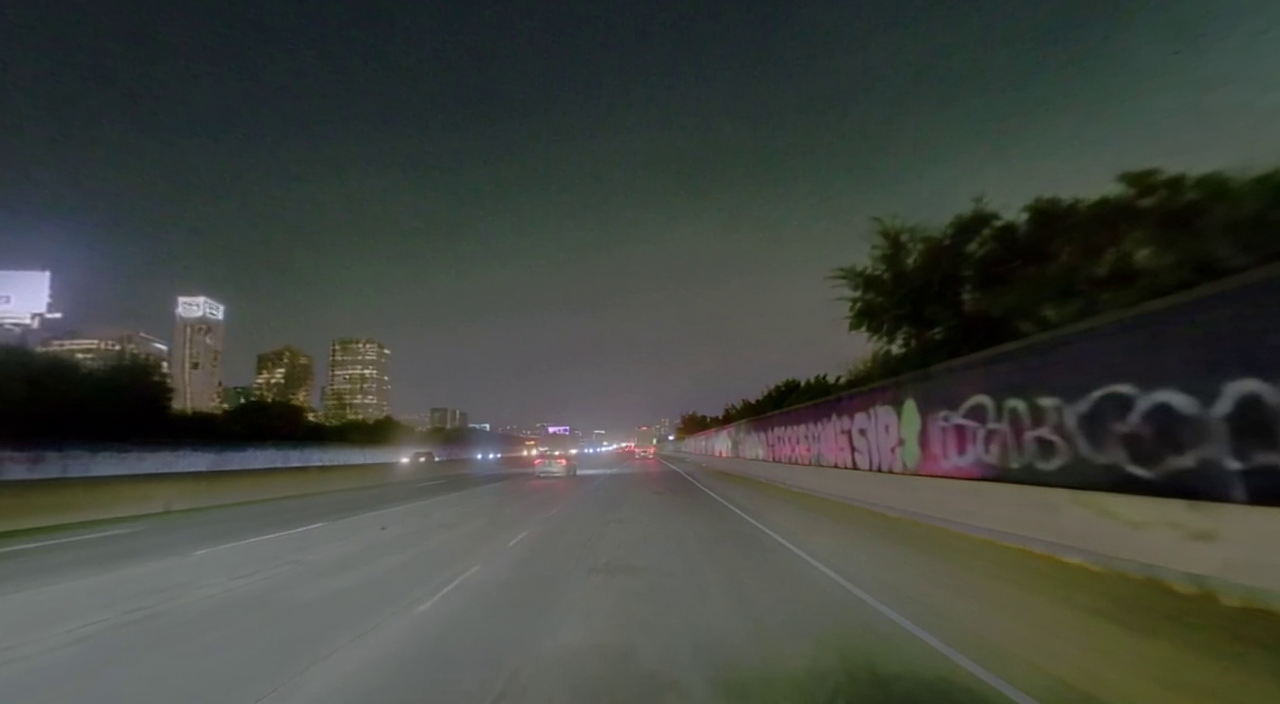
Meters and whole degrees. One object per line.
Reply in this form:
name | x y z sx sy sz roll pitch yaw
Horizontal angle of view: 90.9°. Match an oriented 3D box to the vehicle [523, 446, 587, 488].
vehicle | -3.194 4.405 24.587 1.803 1.466 4.509 0 -9 1
